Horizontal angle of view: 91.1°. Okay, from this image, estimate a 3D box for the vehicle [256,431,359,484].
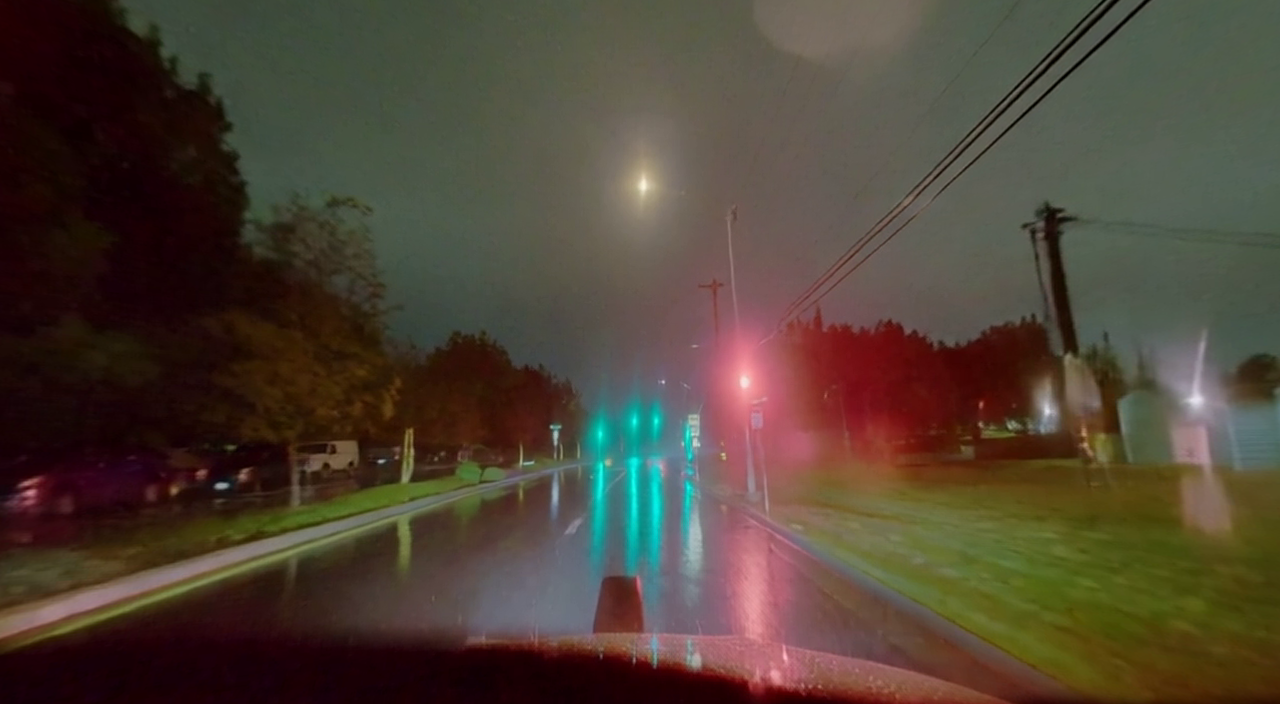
[{"bbox_3d":[-18.063,5.750,34.655,2.327,2.595,6.045,-1,-9,0],"label":"vehicle"}]

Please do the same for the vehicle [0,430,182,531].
[{"bbox_3d":[-14.628,3.178,16.251,2.266,2.117,6.049,1,-9,-14],"label":"vehicle"}]

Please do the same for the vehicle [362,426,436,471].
[{"bbox_3d":[-18.312,7.410,48.274,2.739,3.171,7.030,0,-9,1],"label":"vehicle"}]
